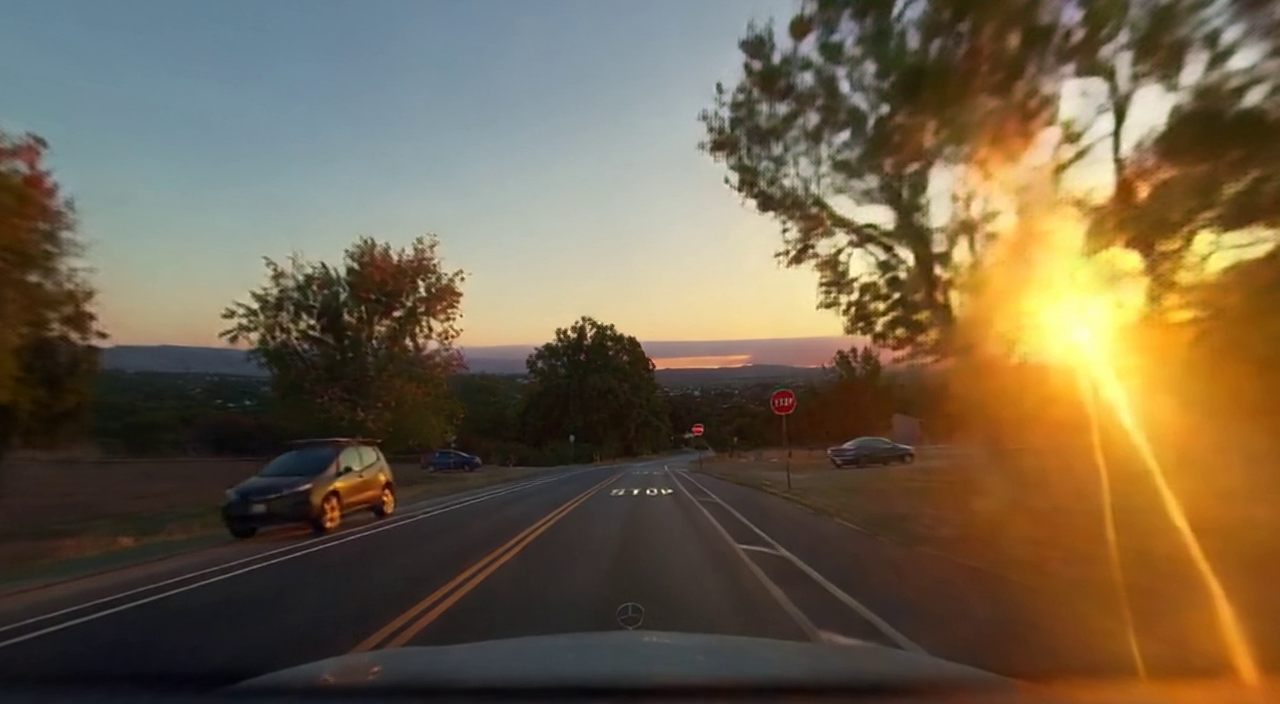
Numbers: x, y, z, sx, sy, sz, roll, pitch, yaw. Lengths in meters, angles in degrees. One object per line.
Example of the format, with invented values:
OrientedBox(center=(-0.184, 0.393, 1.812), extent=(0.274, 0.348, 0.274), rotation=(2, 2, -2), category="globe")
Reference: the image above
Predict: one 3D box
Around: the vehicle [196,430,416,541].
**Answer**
OrientedBox(center=(-6.386, 2.631, 12.800), extent=(1.992, 1.797, 4.372), rotation=(-2, -10, 1), category="vehicle")
